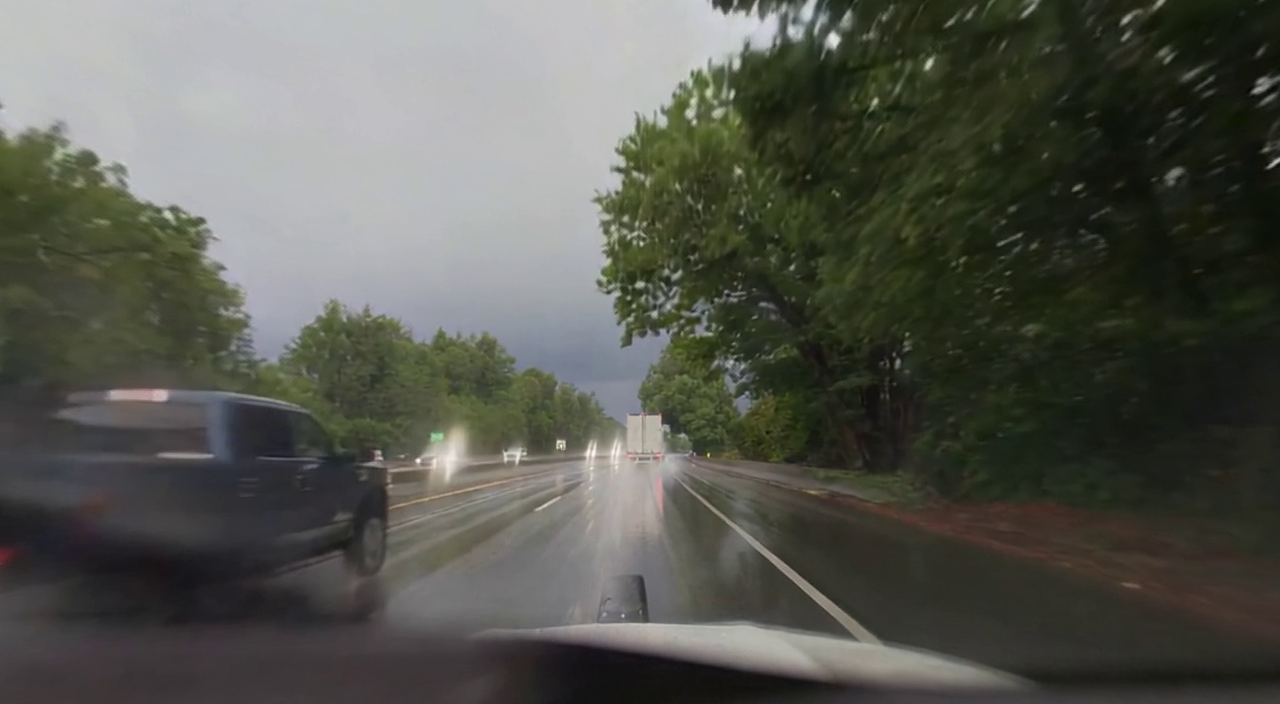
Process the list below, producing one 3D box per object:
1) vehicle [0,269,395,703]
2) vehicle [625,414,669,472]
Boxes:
[{"bbox_3d":[-4.000,0.955,4.377,2.283,2.156,5.546,0,-9,1],"label":"vehicle"},{"bbox_3d":[0.535,7.026,48.399,3.024,3.965,10.399,0,-9,1],"label":"vehicle"}]
